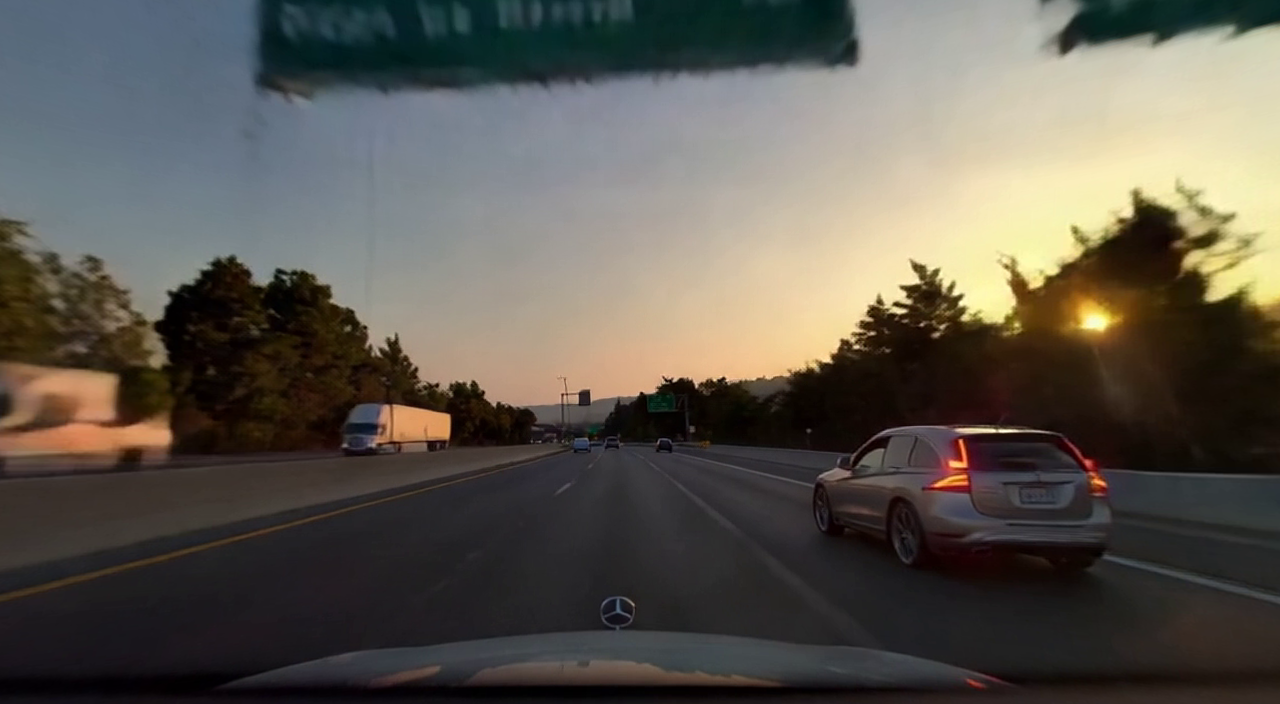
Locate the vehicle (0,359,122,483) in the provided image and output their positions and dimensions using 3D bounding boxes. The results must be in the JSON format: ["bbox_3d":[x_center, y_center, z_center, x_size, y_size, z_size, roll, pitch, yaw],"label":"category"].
[{"bbox_3d":[-15.253,1.520,13.798,2.366,2.696,6.313,0,-8,0],"label":"vehicle"}]
